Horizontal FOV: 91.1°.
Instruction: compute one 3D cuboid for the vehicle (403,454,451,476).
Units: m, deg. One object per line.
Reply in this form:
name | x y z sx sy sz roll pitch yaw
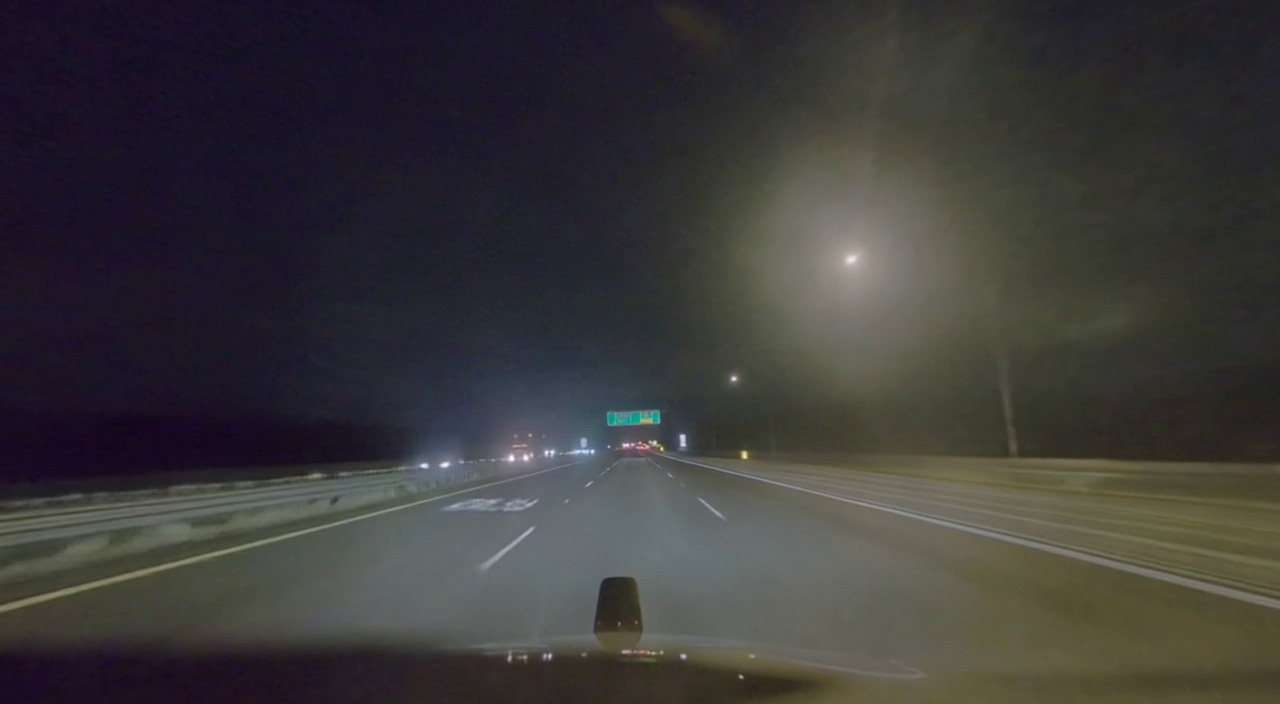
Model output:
vehicle | -16.027 8.529 47.657 1.952 1.496 4.769 0 -9 0
